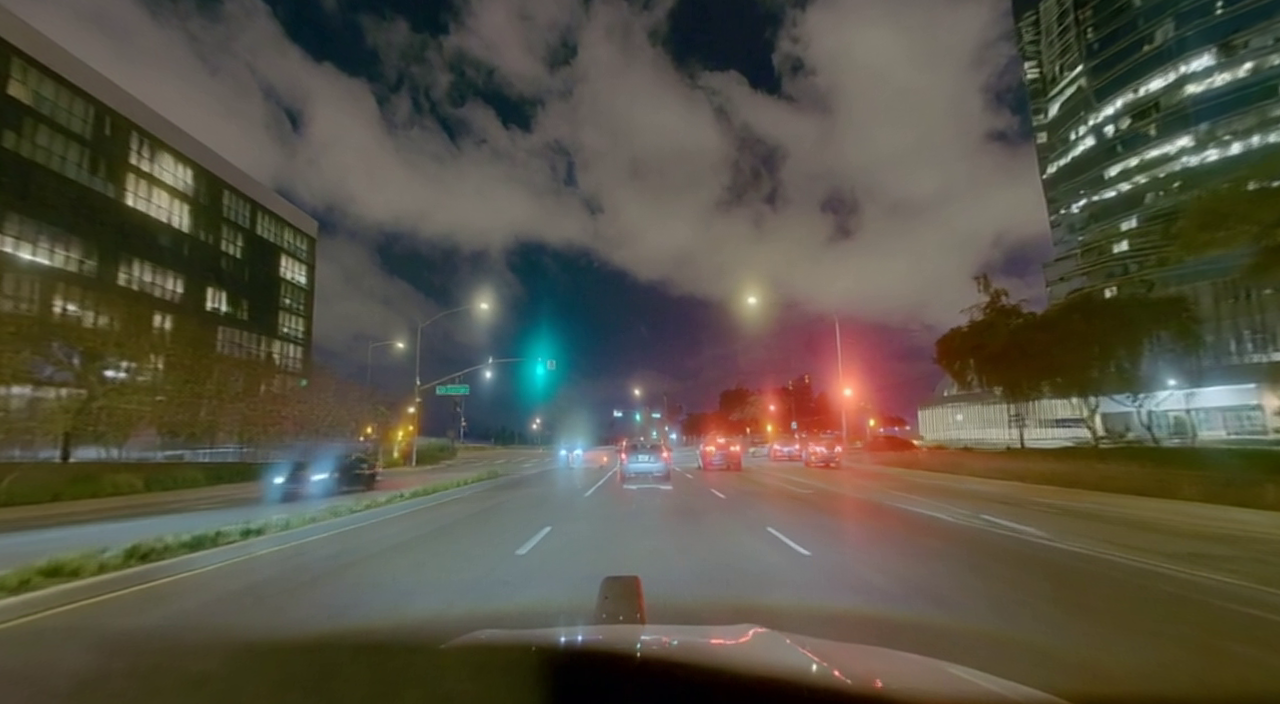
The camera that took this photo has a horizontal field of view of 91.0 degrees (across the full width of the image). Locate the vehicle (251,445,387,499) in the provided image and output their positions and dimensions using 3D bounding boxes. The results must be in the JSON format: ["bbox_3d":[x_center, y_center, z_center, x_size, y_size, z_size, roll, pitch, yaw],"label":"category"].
[{"bbox_3d":[-10.408,3.900,20.900,1.967,1.552,4.536,-1,-9,3],"label":"vehicle"}]

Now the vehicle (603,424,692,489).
[{"bbox_3d":[0.221,3.419,20.845,2.601,1.878,4.535,0,-9,0],"label":"vehicle"}]

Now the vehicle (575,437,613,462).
[{"bbox_3d":[-2.999,6.469,41.850,2.103,1.569,3.861,0,-9,2],"label":"vehicle"}]
